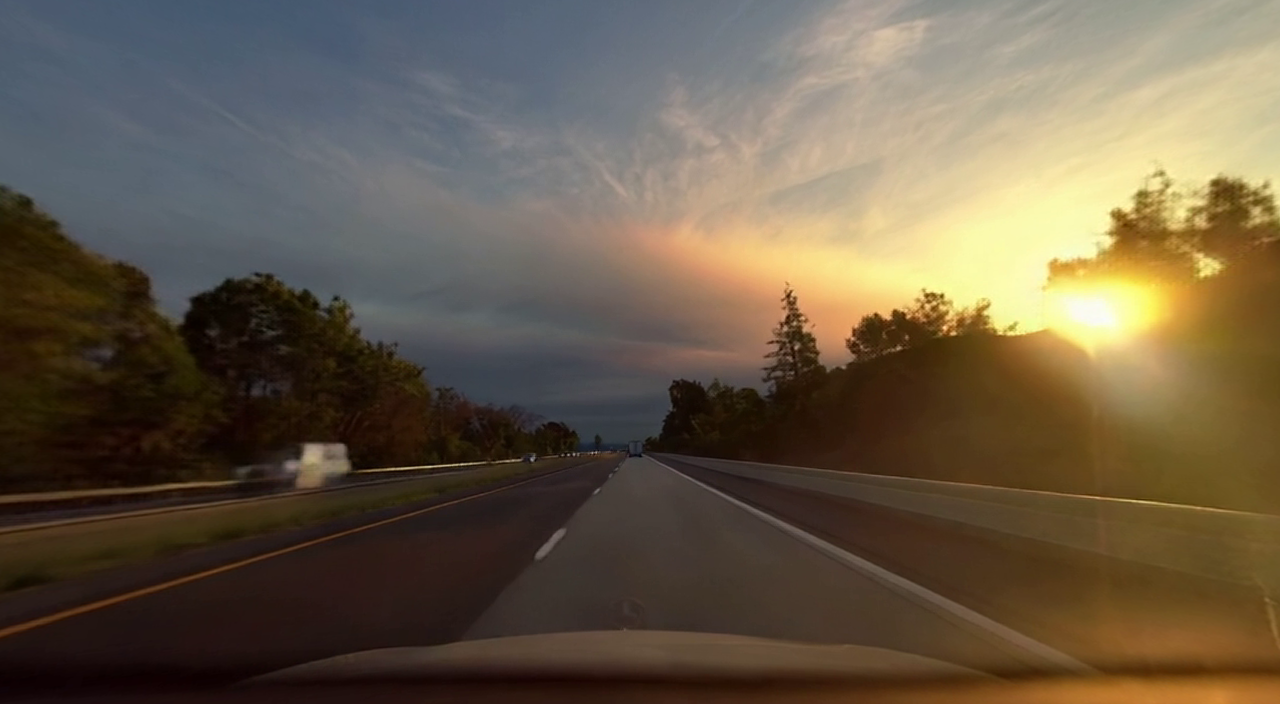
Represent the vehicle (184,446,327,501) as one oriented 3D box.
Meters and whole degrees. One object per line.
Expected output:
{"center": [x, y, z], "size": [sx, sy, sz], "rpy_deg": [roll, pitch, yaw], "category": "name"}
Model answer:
{"center": [-13.072, 4.121, 21.836], "size": [2.009, 1.664, 4.618], "rpy_deg": [0, -9, 0], "category": "vehicle"}
